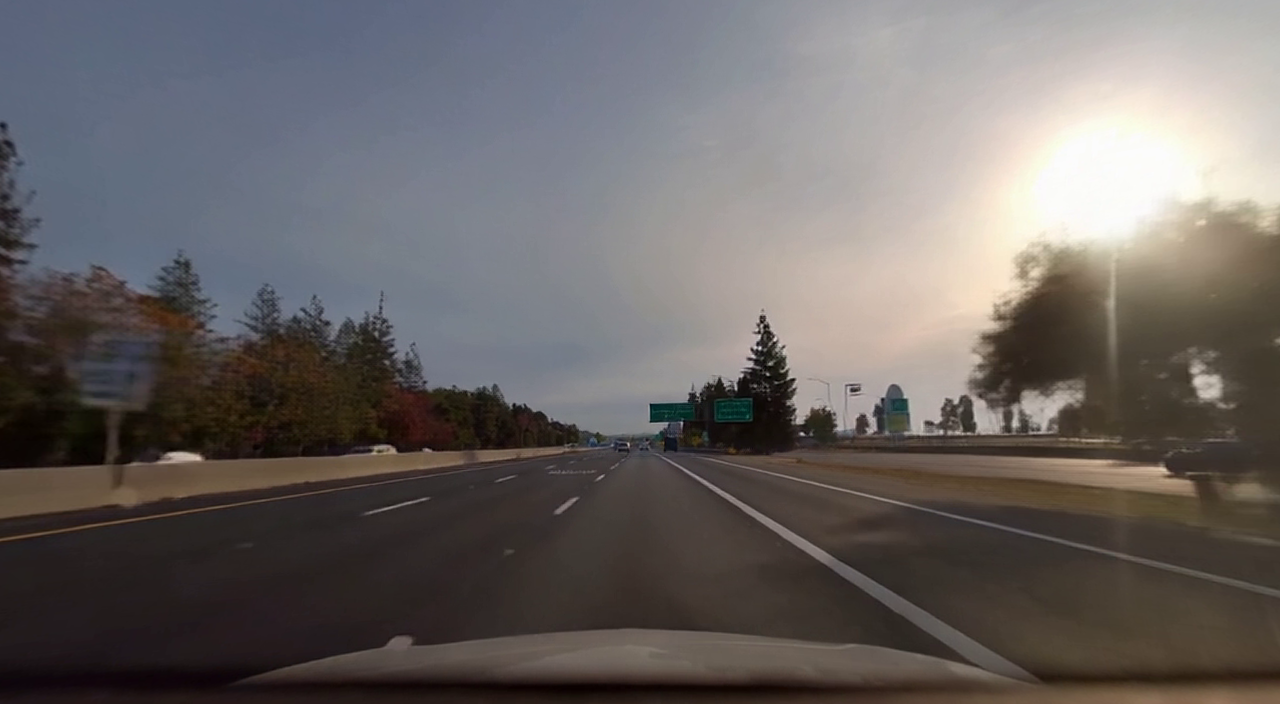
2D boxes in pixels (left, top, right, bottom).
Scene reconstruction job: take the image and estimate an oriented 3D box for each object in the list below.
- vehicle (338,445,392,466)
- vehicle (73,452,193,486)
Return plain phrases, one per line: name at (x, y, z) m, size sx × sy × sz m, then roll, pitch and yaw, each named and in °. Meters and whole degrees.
vehicle at (-20.875, 7.858, 47.814) m, size 2.001 × 1.528 × 4.616 m, roll 0°, pitch -8°, yaw 1°
vehicle at (-24.462, 5.640, 30.558) m, size 1.862 × 1.445 × 4.694 m, roll 0°, pitch -8°, yaw 1°
